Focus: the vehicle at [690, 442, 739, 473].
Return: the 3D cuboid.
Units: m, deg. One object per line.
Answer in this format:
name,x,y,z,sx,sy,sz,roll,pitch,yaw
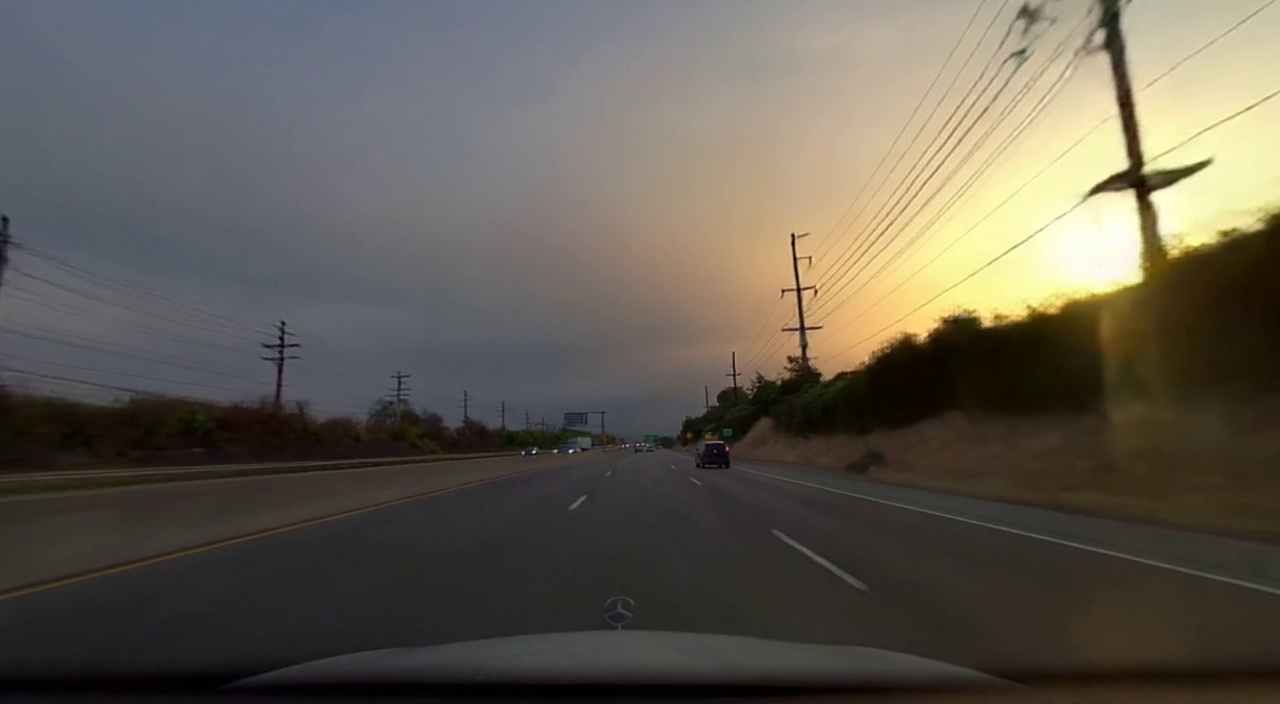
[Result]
vehicle,3.970,5.682,33.964,2.054,1.565,4.089,0,-9,-1
